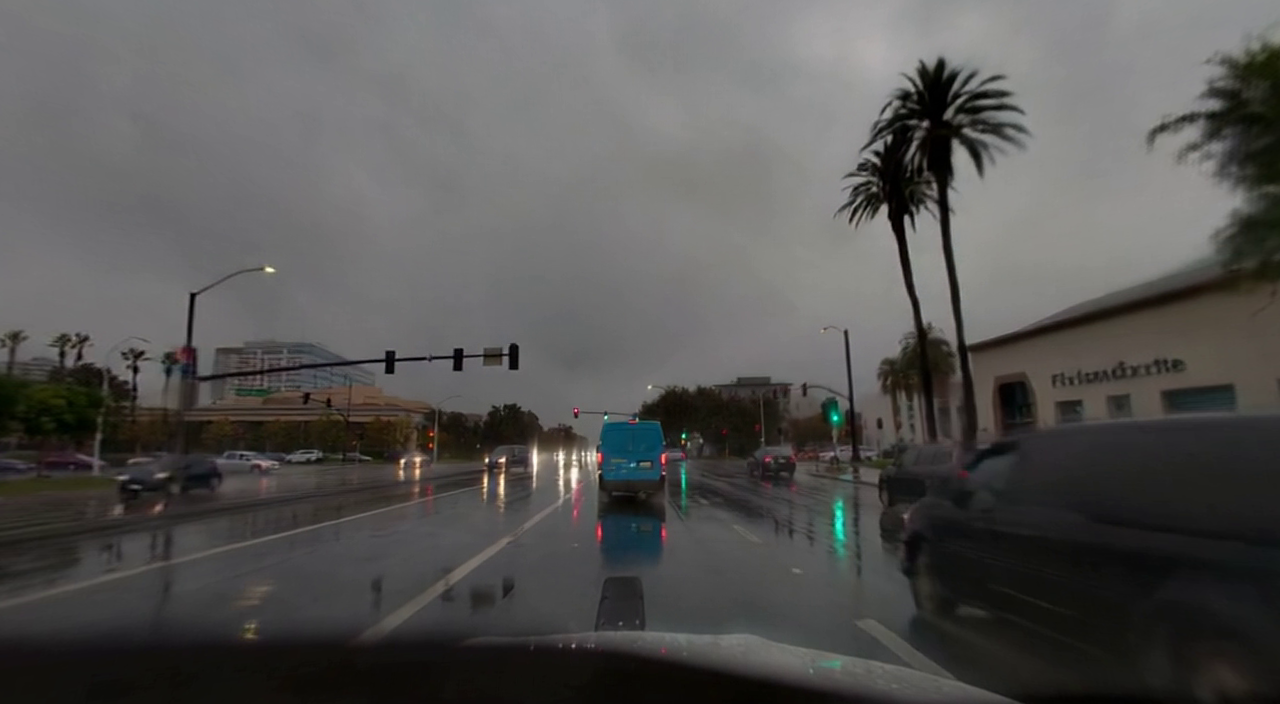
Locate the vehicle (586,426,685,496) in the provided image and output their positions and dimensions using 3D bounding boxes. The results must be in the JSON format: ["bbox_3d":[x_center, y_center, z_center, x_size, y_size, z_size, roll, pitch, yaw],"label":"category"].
[{"bbox_3d":[-0.233,3.587,21.154,2.848,1.991,5.706,0,-9,-2],"label":"vehicle"}]

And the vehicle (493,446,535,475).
[{"bbox_3d":[-7.871,6.689,39.271,2.109,1.653,4.681,2,-9,-16],"label":"vehicle"}]

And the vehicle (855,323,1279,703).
[{"bbox_3d":[3.265,0.974,3.288,2.462,1.736,4.899,0,-9,-1],"label":"vehicle"}]

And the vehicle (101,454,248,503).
[{"bbox_3d":[-16.277,4.400,22.476,1.953,1.480,4.632,0,-9,-4],"label":"vehicle"}]

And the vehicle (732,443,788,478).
[{"bbox_3d":[6.239,5.716,33.457,1.931,1.692,4.267,0,-9,-3],"label":"vehicle"}]
